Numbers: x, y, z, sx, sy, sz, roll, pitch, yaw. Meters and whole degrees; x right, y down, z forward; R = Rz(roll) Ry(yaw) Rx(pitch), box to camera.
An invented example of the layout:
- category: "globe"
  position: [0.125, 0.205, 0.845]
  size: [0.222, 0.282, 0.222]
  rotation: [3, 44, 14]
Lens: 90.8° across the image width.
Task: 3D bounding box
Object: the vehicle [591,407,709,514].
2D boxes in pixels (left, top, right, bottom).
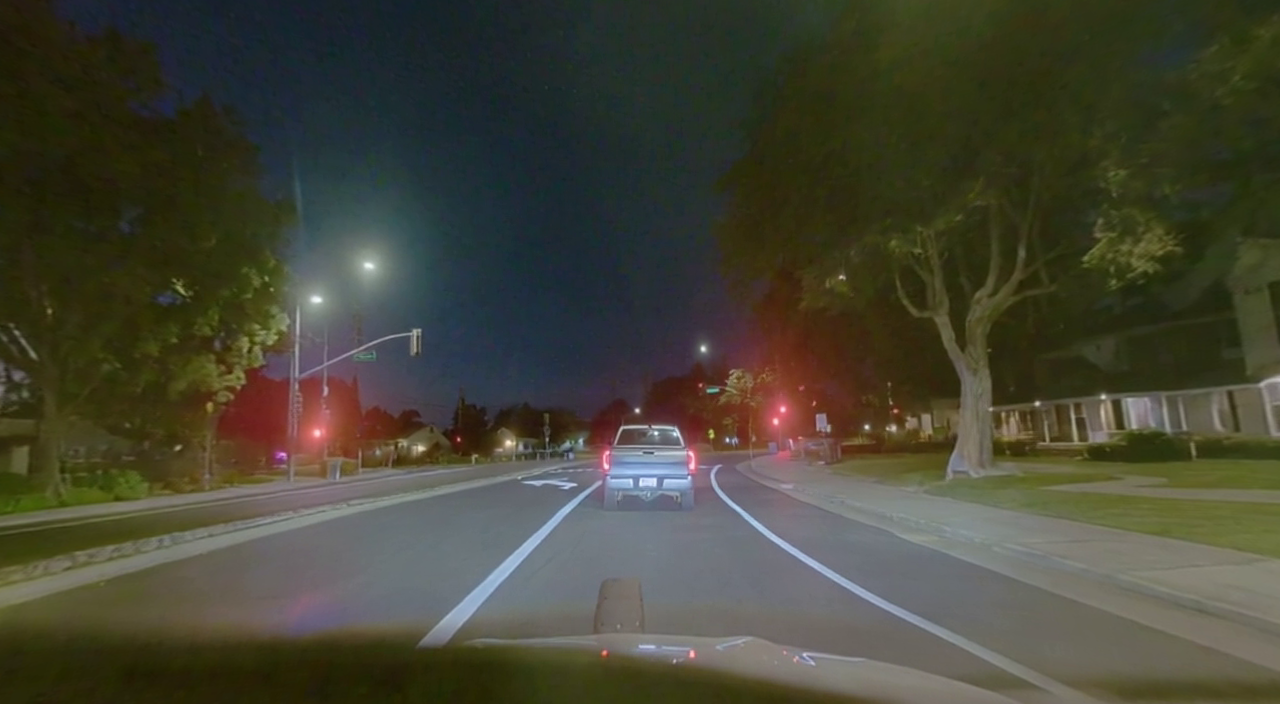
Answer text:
- category: "vehicle"
  position: [0.240, 2.341, 14.002]
  size: [2.153, 1.942, 4.767]
  rotation: [0, -9, 2]

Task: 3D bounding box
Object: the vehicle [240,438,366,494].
- category: "vehicle"
  position: [-12.971, 4.379, 24.779]
  size: [2.053, 1.822, 4.852]
  rotation: [-2, -7, 4]
